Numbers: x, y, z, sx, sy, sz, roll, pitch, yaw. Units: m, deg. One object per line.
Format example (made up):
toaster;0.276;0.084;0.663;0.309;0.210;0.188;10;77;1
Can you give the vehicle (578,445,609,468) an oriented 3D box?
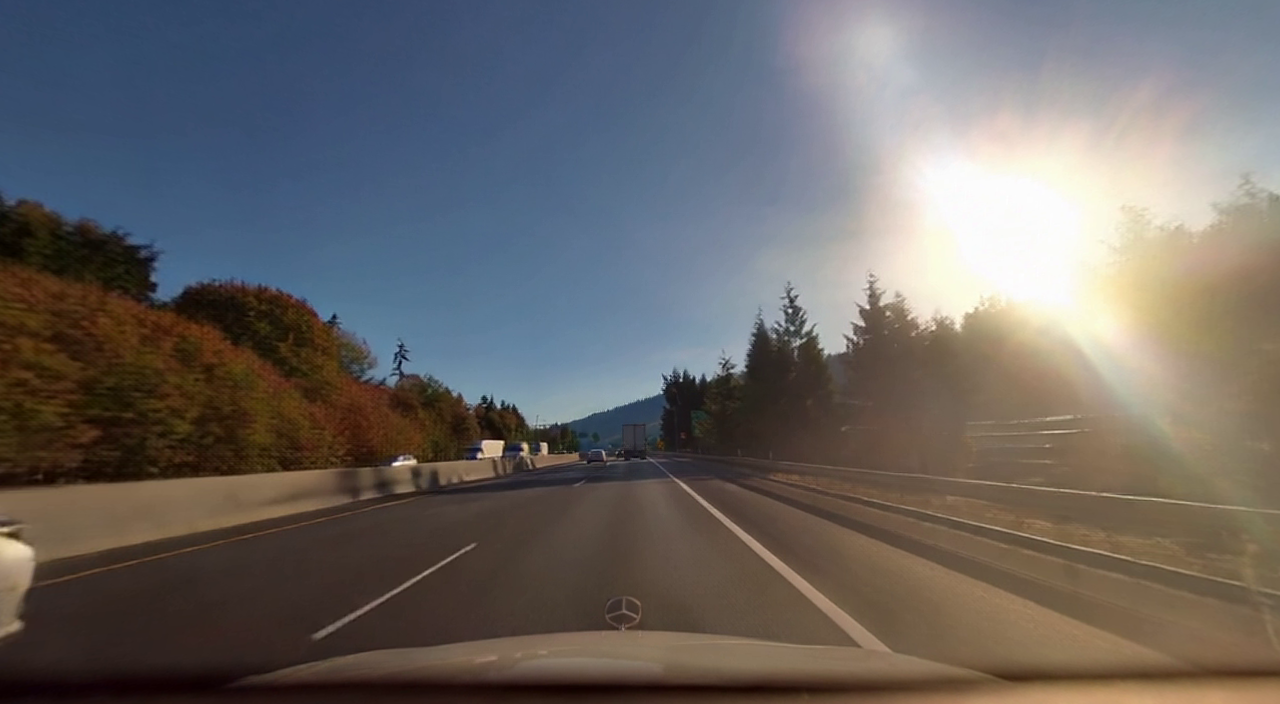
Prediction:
vehicle;-3.592;8.183;49.577;2.081;1.682;4.425;0;-9;0

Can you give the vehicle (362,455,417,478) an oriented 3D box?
vehicle;-17.033;7.795;43.149;1.883;1.473;4.534;0;-9;0
